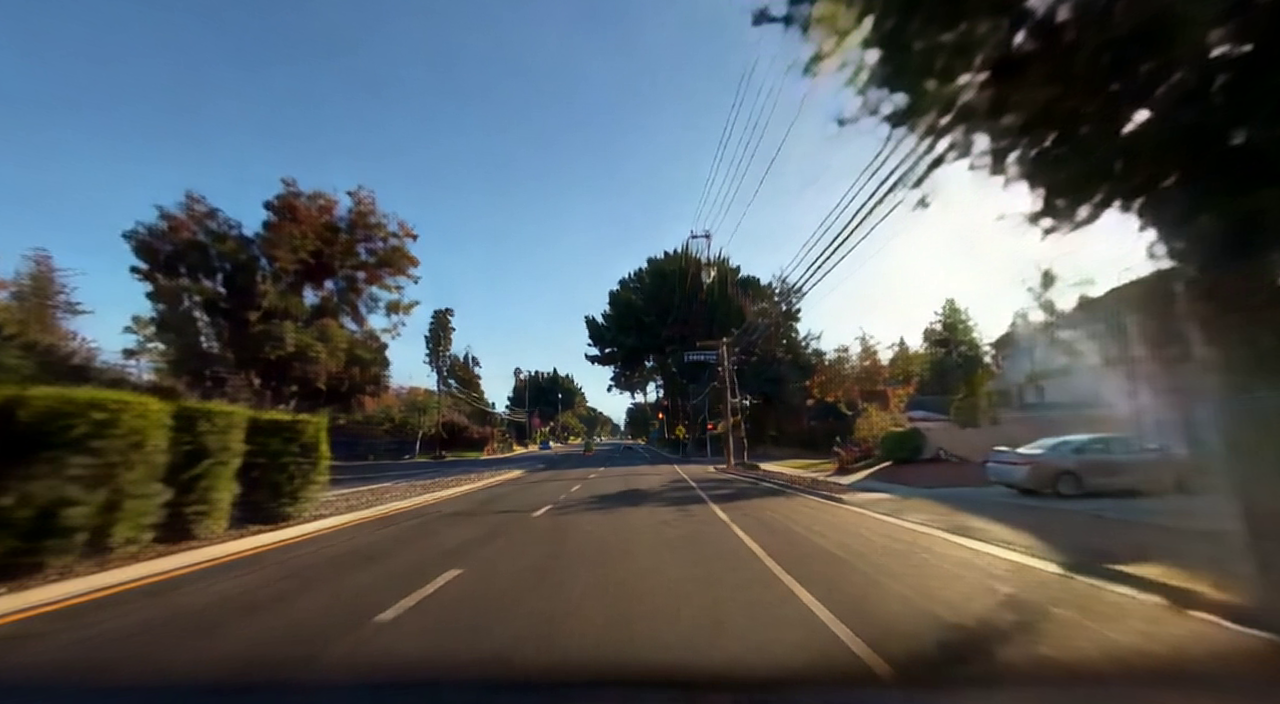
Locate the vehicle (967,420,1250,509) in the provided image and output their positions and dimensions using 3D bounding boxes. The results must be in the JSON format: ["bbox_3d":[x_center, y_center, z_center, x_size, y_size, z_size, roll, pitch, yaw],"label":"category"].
[{"bbox_3d":[9.586,2.310,13.201,4.387,1.680,1.958,0,-8,-4],"label":"vehicle"}]
